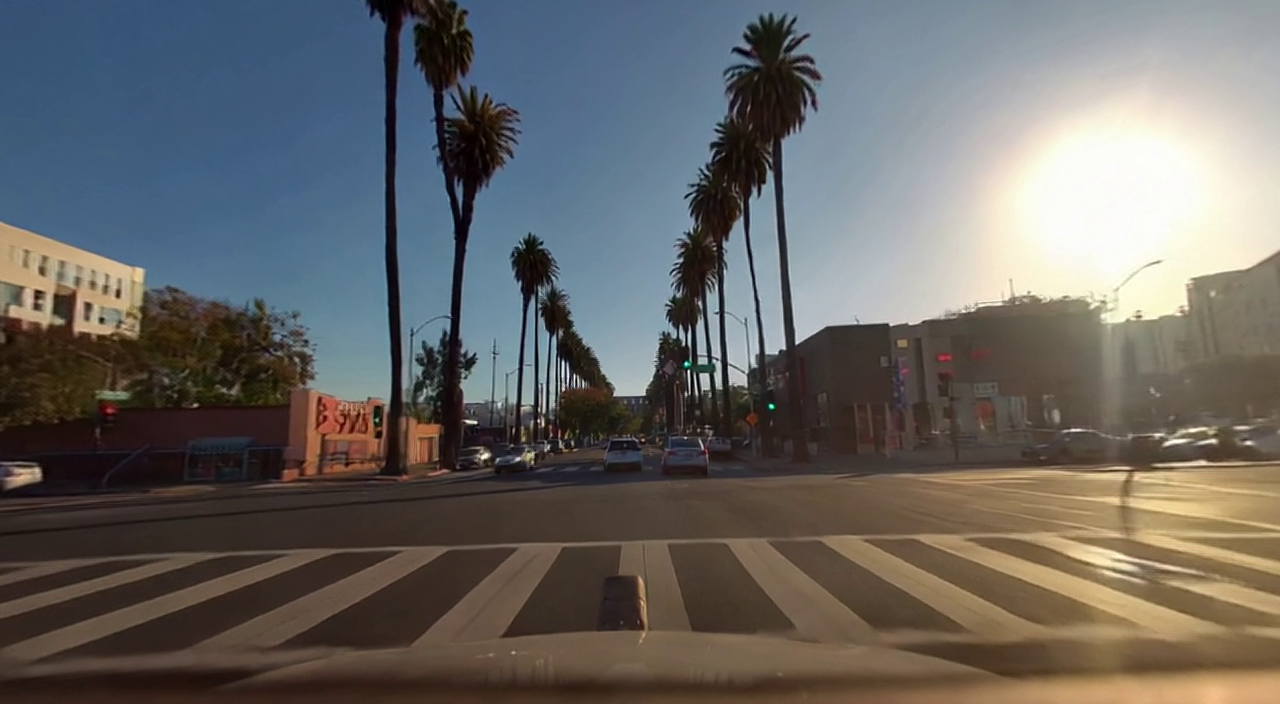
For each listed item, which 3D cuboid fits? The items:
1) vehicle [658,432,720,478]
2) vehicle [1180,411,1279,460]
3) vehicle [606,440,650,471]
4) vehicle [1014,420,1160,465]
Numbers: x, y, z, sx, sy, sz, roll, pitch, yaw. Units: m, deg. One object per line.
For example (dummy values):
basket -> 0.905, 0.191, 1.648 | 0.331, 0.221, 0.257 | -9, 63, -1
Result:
vehicle -> 1.895, 4.157, 25.828 | 2.003, 1.702, 4.288 | 0, -8, -3
vehicle -> 25.604, 3.405, 25.755 | 5.130, 1.875, 2.118 | 0, -8, -1
vehicle -> -0.649, 5.164, 31.719 | 2.088, 1.452, 3.993 | 0, -8, -2
vehicle -> 17.688, 3.612, 25.182 | 4.277, 1.665, 2.006 | 0, -8, -1
